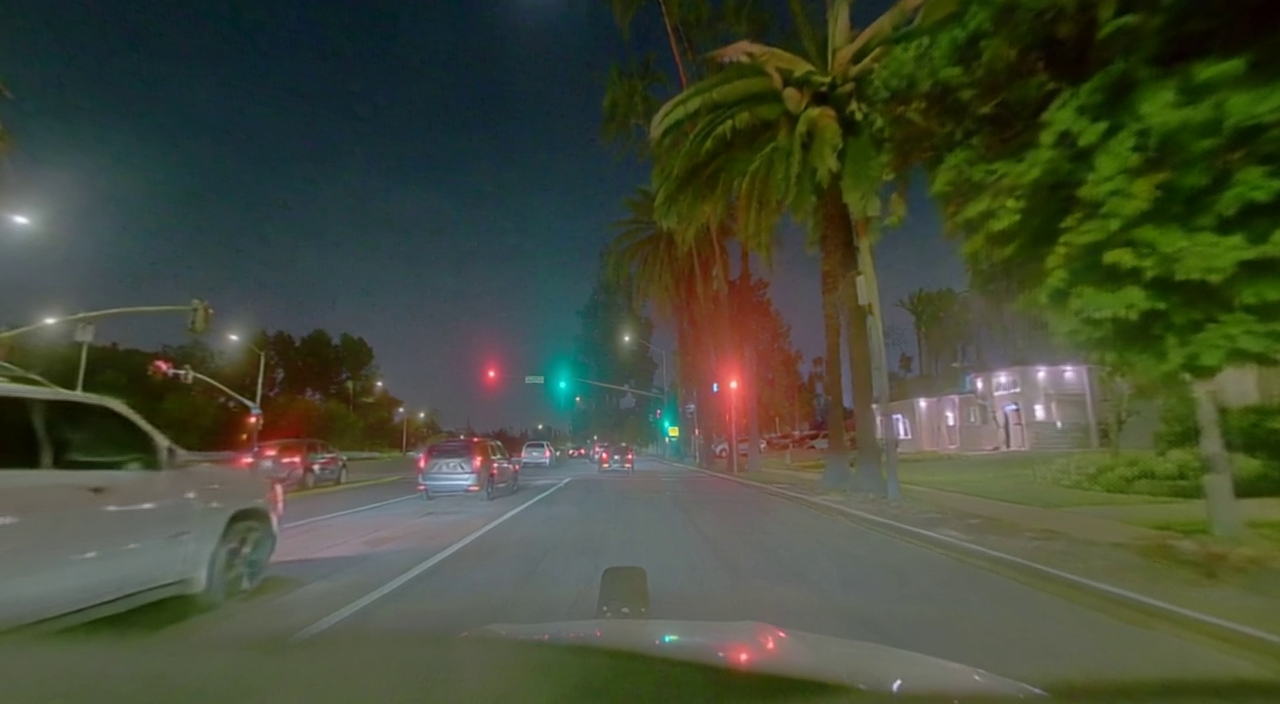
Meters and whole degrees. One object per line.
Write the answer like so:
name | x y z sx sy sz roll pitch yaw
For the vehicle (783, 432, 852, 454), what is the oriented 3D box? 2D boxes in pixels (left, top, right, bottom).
vehicle | 13.548 6.952 48.209 4.615 1.555 2.021 2 -9 -16

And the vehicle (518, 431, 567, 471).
vehicle | -4.874 5.006 32.048 2.032 1.852 4.571 -1 -8 -3

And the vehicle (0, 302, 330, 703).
vehicle | -3.965 0.798 3.260 2.144 1.877 4.899 -1 -8 1

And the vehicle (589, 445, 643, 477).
vehicle | -1.118 4.590 26.893 2.131 1.222 3.868 0 -8 -5

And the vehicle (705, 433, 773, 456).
vehicle | 7.738 7.249 49.262 4.742 1.690 2.218 3 -9 -20

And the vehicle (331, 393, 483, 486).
vehicle | -7.709 3.078 22.006 2.821 2.701 6.721 0 -8 -1

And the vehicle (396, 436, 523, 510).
vehicle | -3.995 2.732 14.705 1.709 1.425 4.337 -1 -8 0
